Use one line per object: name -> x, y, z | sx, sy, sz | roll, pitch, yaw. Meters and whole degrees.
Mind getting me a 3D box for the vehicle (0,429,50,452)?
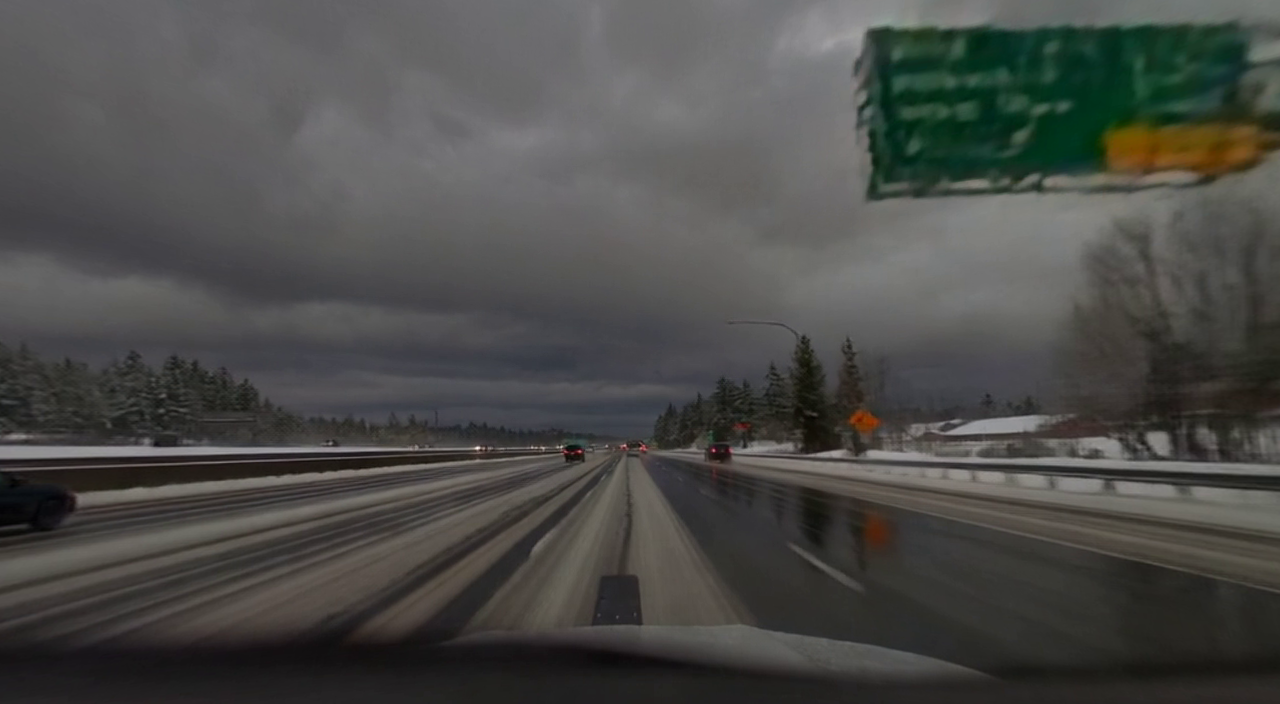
vehicle -> -48.441, 6.710, 47.881 | 2.025, 1.701, 5.588 | 0, -9, 0
